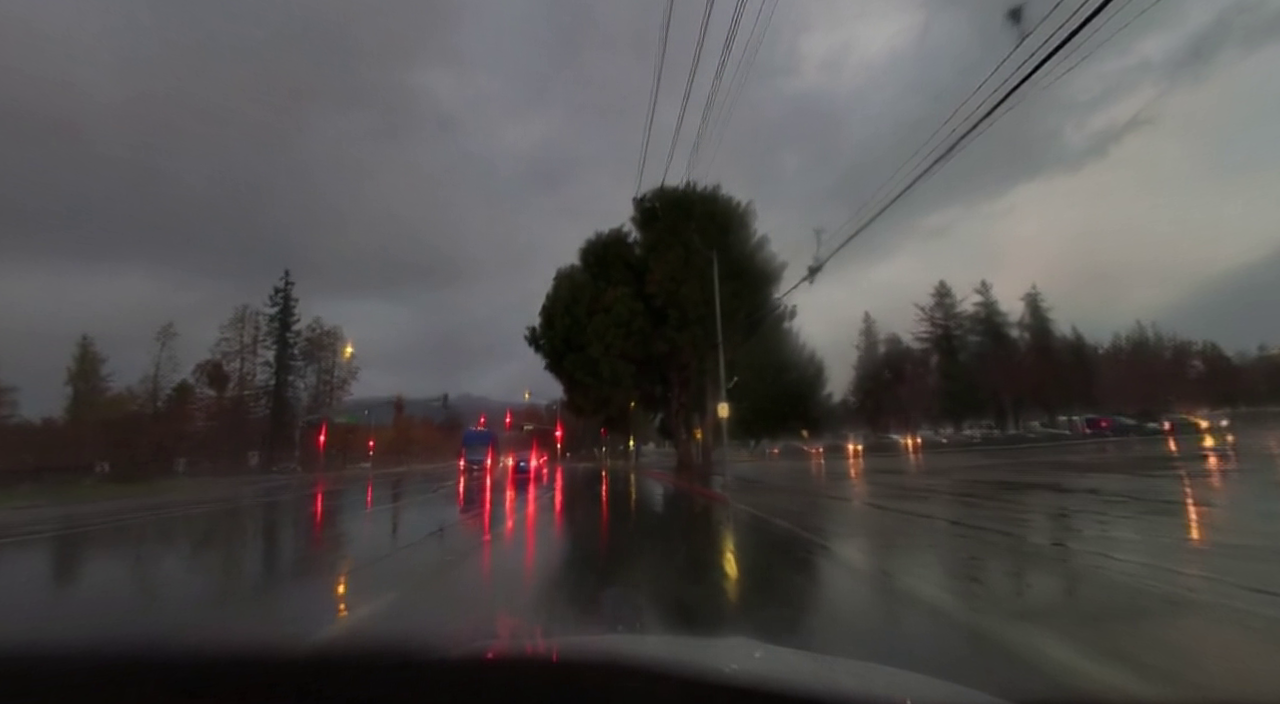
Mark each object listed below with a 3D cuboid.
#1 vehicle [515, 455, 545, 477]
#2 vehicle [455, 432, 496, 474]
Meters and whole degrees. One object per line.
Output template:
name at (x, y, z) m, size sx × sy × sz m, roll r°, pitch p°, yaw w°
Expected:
vehicle at (-8.106, 8.359, 46.402) m, size 2.019 × 1.485 × 4.565 m, roll 2°, pitch -9°, yaw -10°
vehicle at (-12.334, 7.606, 47.661) m, size 2.461 × 2.889 × 6.776 m, roll 2°, pitch -9°, yaw -10°
